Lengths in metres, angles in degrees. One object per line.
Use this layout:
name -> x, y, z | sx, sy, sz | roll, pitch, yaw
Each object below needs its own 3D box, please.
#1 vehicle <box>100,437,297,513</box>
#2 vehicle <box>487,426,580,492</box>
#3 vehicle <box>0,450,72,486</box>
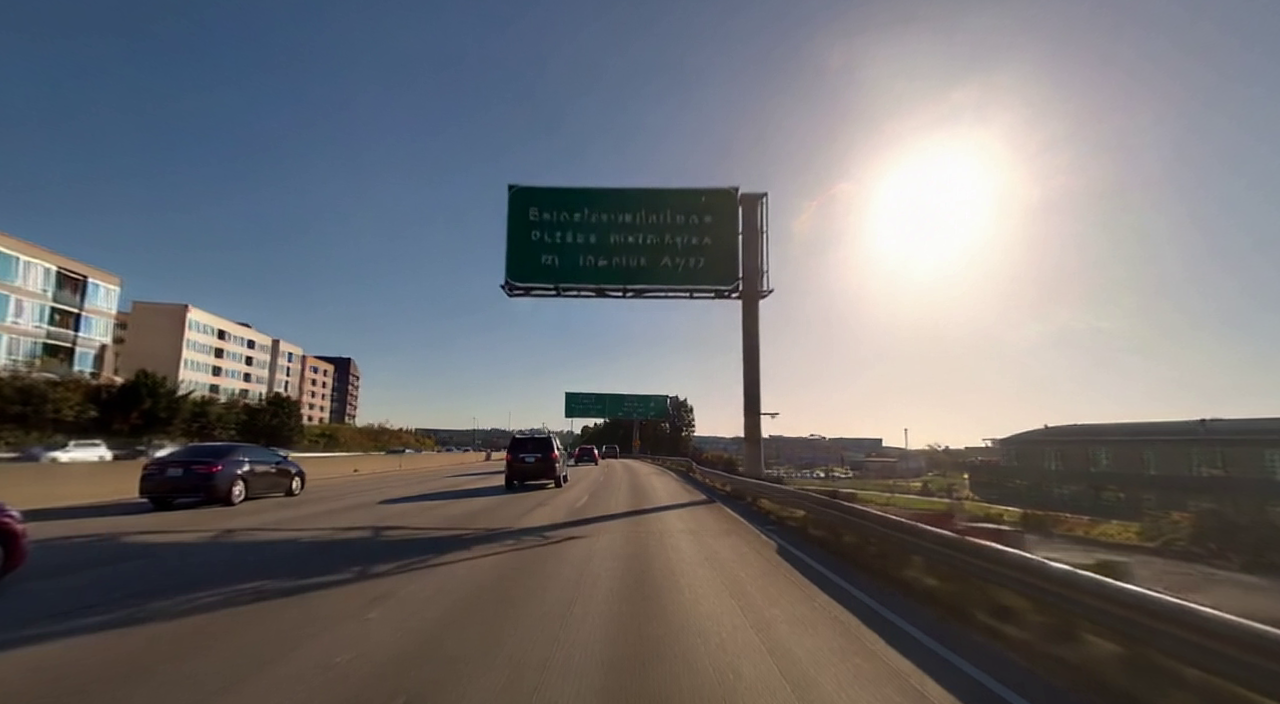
vehicle -> -11.053, 3.051, 16.285 | 1.919, 1.665, 4.394 | 0, -8, -1
vehicle -> -3.500, 3.660, 21.923 | 2.301, 1.985, 5.247 | 0, -8, 0
vehicle -> -30.784, 5.645, 30.897 | 1.826, 1.651, 4.480 | 0, -8, -2
